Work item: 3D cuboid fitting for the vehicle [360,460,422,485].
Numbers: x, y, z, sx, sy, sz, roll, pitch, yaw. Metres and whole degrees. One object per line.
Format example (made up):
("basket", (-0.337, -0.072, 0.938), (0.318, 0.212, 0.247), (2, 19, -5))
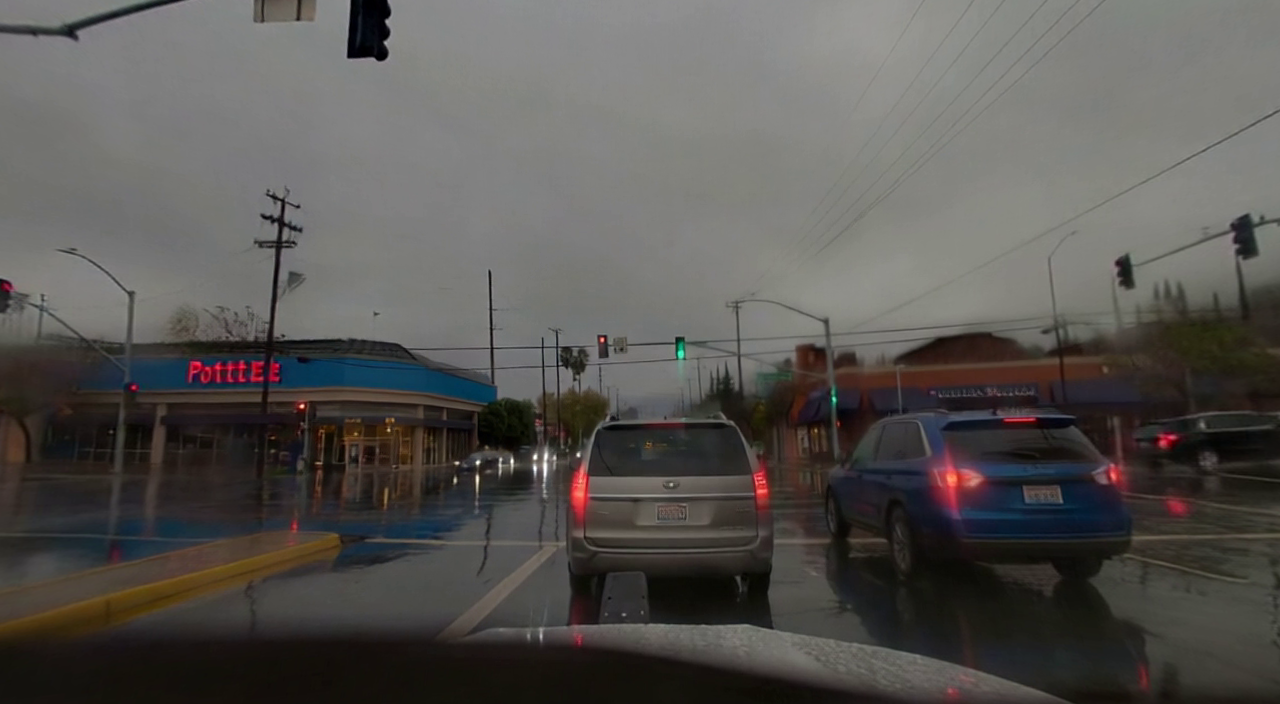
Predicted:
("vehicle", (-16.253, 7.838, 41.380), (1.872, 1.433, 4.404), (-1, -8, 7))

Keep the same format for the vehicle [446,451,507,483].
("vehicle", (-9.548, 6.759, 37.272), (2.023, 1.713, 4.451), (-1, -8, 6))

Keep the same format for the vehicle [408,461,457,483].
("vehicle", (-15.490, 8.955, 47.270), (1.875, 1.475, 4.449), (-1, -8, 5))

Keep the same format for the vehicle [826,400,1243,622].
("vehicle", (3.614, 1.514, 6.950), (1.976, 1.664, 4.189), (-1, -8, 2))

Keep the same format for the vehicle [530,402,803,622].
("vehicle", (0.251, 1.512, 6.829), (2.098, 1.682, 3.778), (0, -8, 2))
